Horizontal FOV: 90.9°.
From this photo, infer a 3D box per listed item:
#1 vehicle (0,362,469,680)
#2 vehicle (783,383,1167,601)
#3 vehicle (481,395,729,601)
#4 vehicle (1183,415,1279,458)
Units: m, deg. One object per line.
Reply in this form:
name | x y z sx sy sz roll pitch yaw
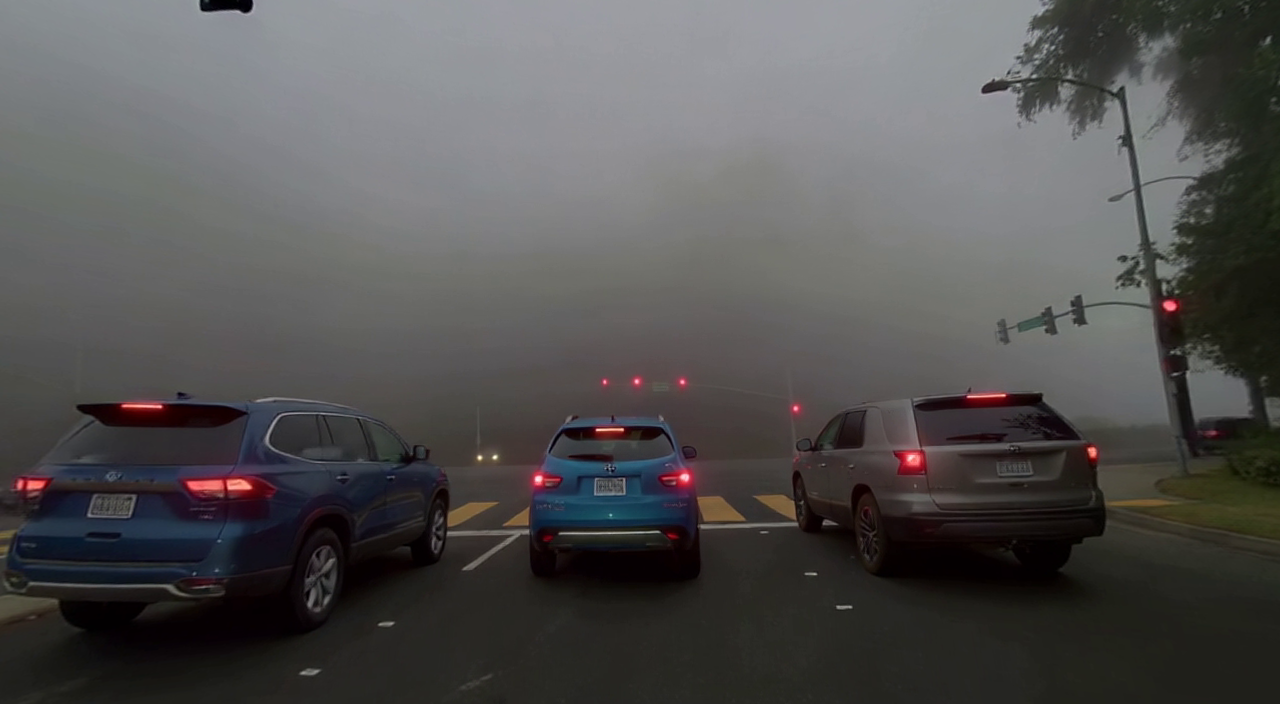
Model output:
vehicle | -3.276 1.281 5.882 2.047 1.810 4.414 0 -8 1
vehicle | 3.271 1.483 7.515 2.083 1.779 4.532 0 -8 0
vehicle | -0.239 1.512 7.321 2.067 1.702 3.987 0 -8 2
vehicle | 27.761 3.828 28.391 4.535 1.872 1.975 0 -9 3
